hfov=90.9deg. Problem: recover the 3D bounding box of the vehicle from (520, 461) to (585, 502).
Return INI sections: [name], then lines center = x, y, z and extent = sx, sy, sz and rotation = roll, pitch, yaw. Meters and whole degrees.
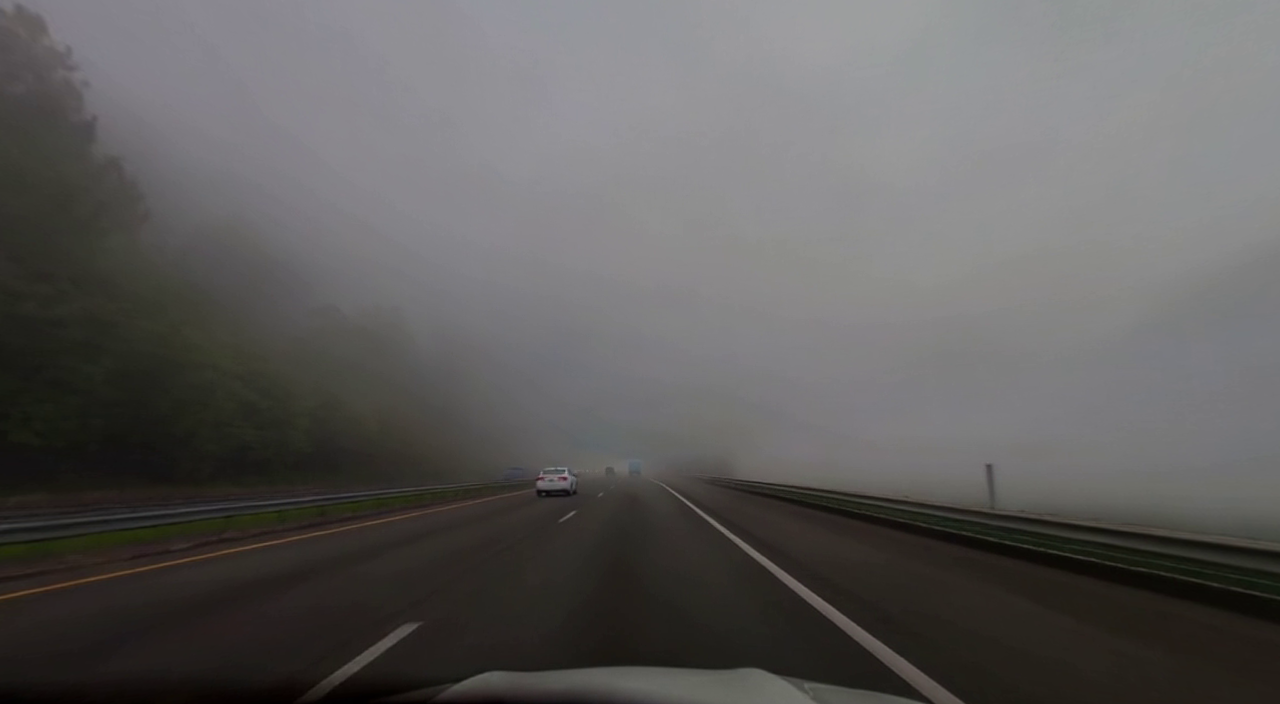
[vehicle]
center = -3.594, 5.475, 26.874
extent = 2.006, 1.516, 4.820
rotation = 1, -11, 1
